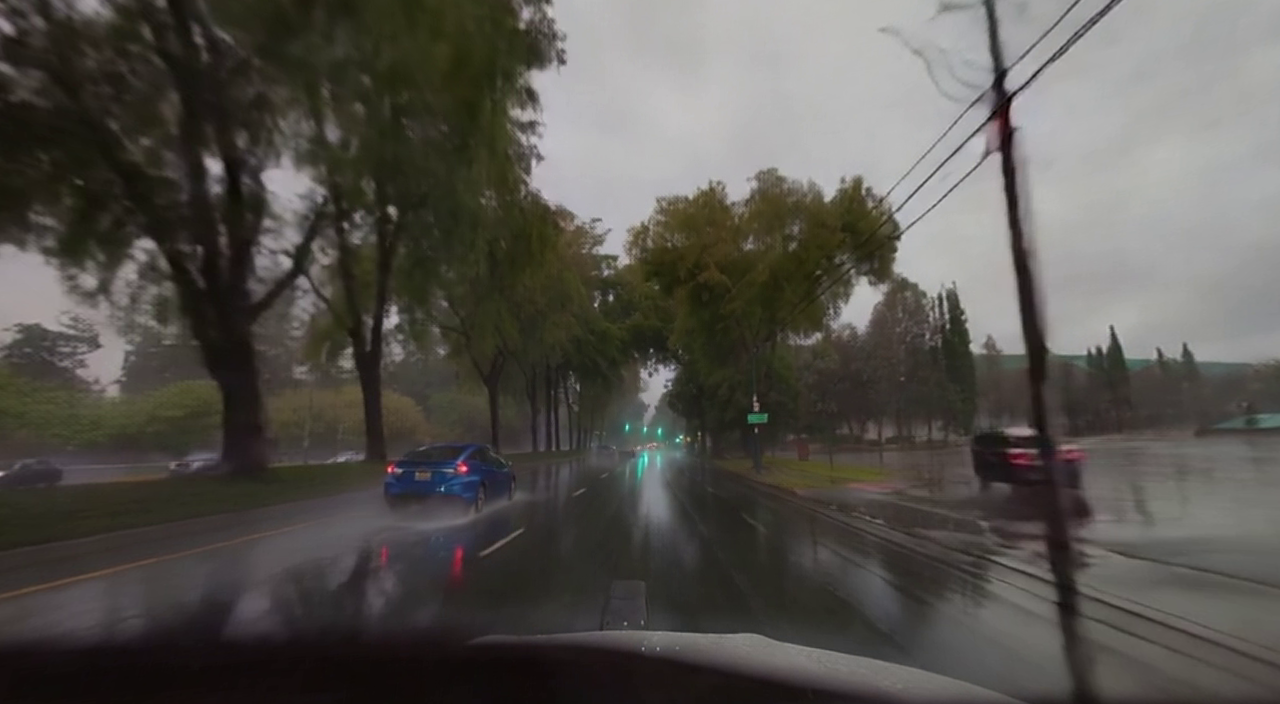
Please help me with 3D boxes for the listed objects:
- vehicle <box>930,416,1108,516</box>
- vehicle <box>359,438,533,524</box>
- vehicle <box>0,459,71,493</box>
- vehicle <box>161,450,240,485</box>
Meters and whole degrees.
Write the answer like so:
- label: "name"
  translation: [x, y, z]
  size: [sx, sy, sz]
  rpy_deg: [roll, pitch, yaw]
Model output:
- label: "vehicle"
  translation: [7.165, 2.163, 12.264]
  size: [1.594, 1.688, 2.861]
  rpy_deg: [0, -9, -1]
- label: "vehicle"
  translation: [-3.723, 2.561, 13.105]
  size: [2.033, 1.454, 4.512]
  rpy_deg: [-1, -9, 2]
- label: "vehicle"
  translation: [-31.844, 6.292, 32.300]
  size: [1.811, 1.550, 3.710]
  rpy_deg: [0, -9, 0]
- label: "vehicle"
  translation: [-31.739, 8.296, 45.734]
  size: [2.223, 1.991, 5.316]
  rpy_deg: [-5, -7, -4]
